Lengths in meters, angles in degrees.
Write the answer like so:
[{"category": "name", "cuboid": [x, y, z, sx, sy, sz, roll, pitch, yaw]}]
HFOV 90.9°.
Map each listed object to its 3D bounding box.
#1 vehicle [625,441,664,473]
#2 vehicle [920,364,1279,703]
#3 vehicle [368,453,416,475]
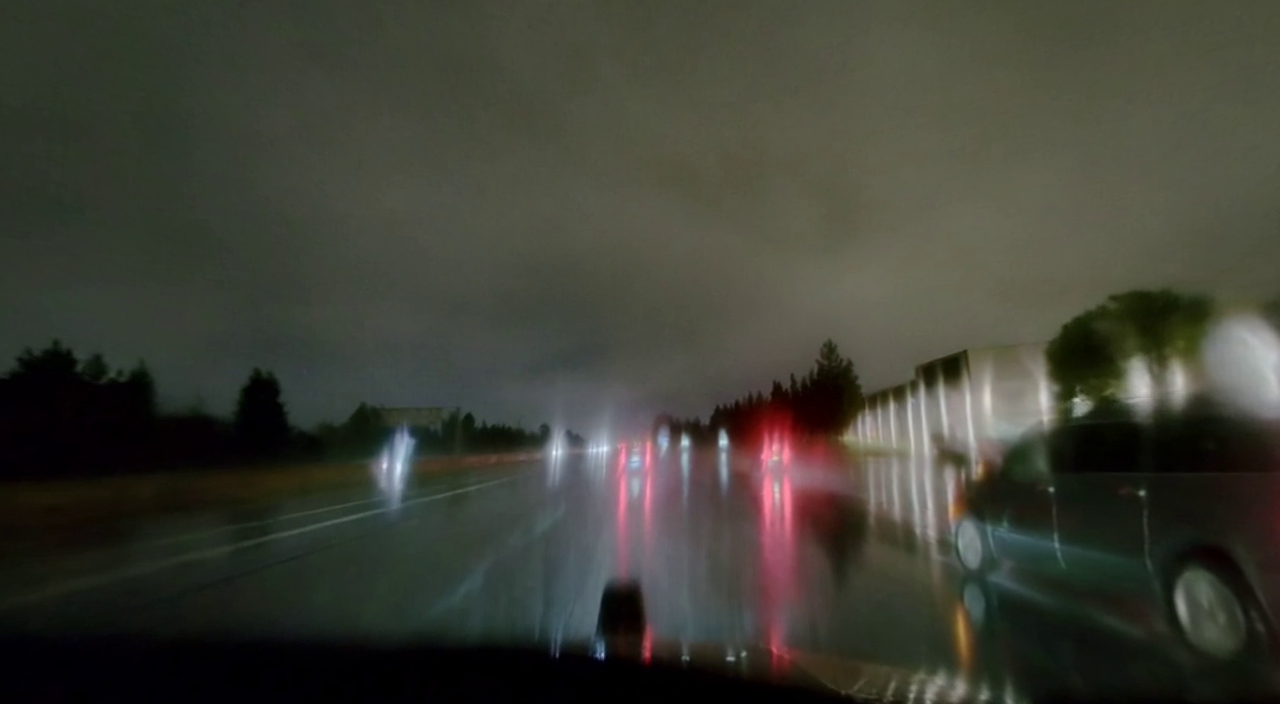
[{"category": "vehicle", "cuboid": [0.228, 5.808, 34.836, 2.015, 1.639, 4.086, 0, -9, 0]}, {"category": "vehicle", "cuboid": [3.927, 1.041, 3.994, 2.008, 1.595, 5.082, 0, -9, 1]}, {"category": "vehicle", "cuboid": [-19.545, 8.847, 49.922, 1.884, 1.642, 4.551, 0, -9, 1]}]
